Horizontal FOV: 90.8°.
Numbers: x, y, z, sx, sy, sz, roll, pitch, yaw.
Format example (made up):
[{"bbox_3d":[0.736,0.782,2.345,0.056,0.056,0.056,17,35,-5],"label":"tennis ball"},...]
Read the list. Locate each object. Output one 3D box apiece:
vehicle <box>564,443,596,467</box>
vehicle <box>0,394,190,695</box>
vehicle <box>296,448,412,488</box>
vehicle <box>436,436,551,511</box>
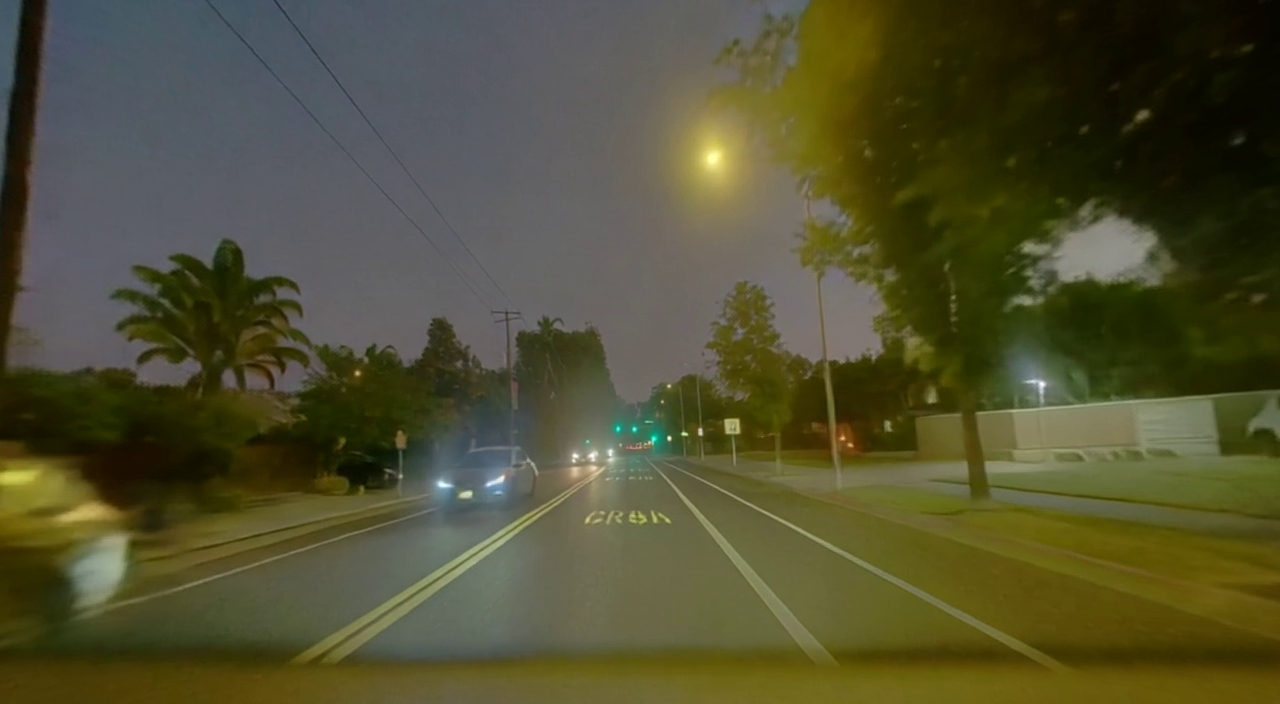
[{"bbox_3d":[-4.601,7.981,49.078,2.055,1.757,4.494,0,-8,-1],"label":"vehicle"},{"bbox_3d":[-4.989,1.042,2.810,2.059,1.840,5.317,0,-8,0],"label":"vehicle"},{"bbox_3d":[-13.936,5.673,31.077,4.607,1.772,2.261,0,-8,-1],"label":"vehicle"},{"bbox_3d":[-3.675,3.108,16.761,2.090,1.689,4.232,0,-8,-1],"label":"vehicle"}]
